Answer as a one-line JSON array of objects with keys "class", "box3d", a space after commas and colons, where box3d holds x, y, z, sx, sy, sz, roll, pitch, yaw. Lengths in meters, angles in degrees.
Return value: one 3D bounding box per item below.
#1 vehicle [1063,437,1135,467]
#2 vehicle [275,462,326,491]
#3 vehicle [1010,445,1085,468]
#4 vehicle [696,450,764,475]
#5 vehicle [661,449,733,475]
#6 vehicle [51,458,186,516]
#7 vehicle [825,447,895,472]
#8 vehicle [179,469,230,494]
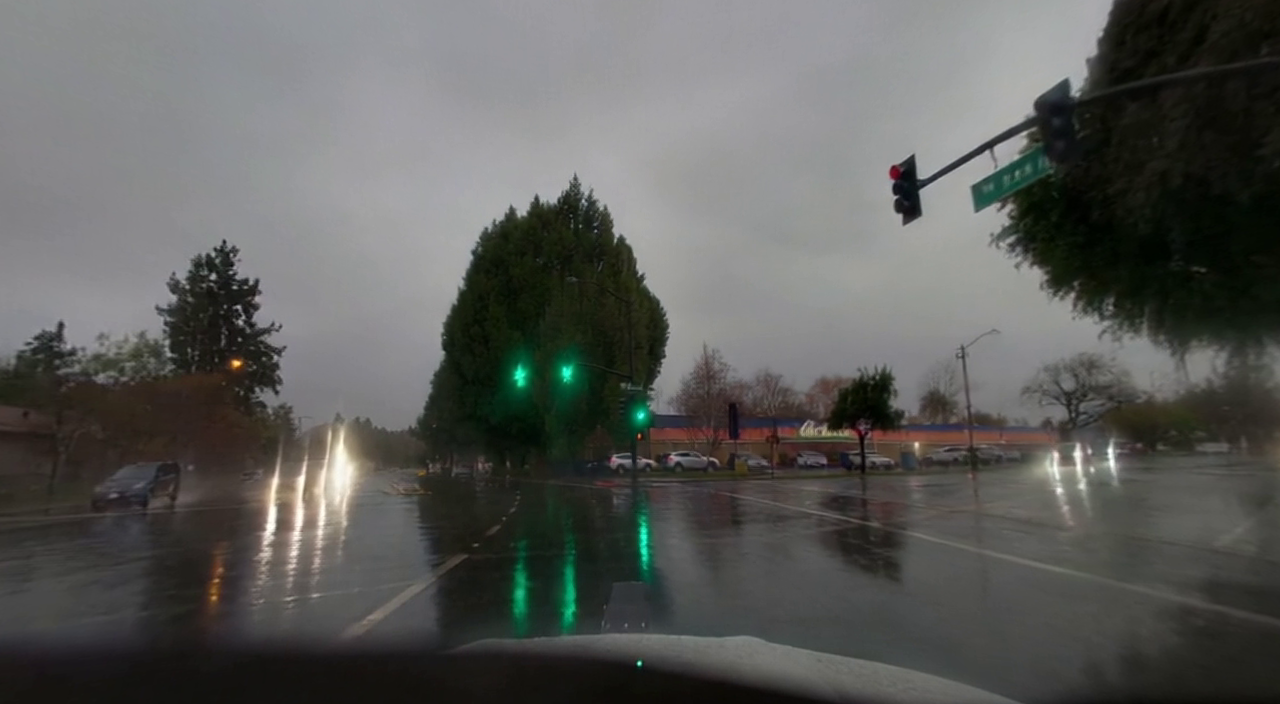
[{"class": "vehicle", "box3d": [30.251, 6.546, 41.481, 4.781, 1.849, 2.355, 6, -11, -36]}, {"class": "vehicle", "box3d": [-20.402, 7.483, 38.068, 1.961, 1.492, 4.702, 3, -9, -20]}, {"class": "vehicle", "box3d": [32.095, 8.181, 49.673, 2.100, 1.740, 4.454, 8, -12, -42]}, {"class": "vehicle", "box3d": [6.498, 7.943, 45.399, 4.375, 1.685, 2.045, 4, -9, -24]}, {"class": "vehicle", "box3d": [4.344, 8.289, 47.770, 5.314, 1.829, 2.018, 6, -10, -33]}, {"class": "vehicle", "box3d": [-19.236, 4.935, 23.578, 2.124, 1.793, 4.709, 3, -9, -17]}, {"class": "vehicle", "box3d": [15.741, 7.657, 45.069, 4.530, 1.696, 1.979, 4, -10, -26]}, {"class": "vehicle", "box3d": [-30.808, 9.134, 44.757, 1.842, 1.474, 4.712, 3, -9, -21]}]
